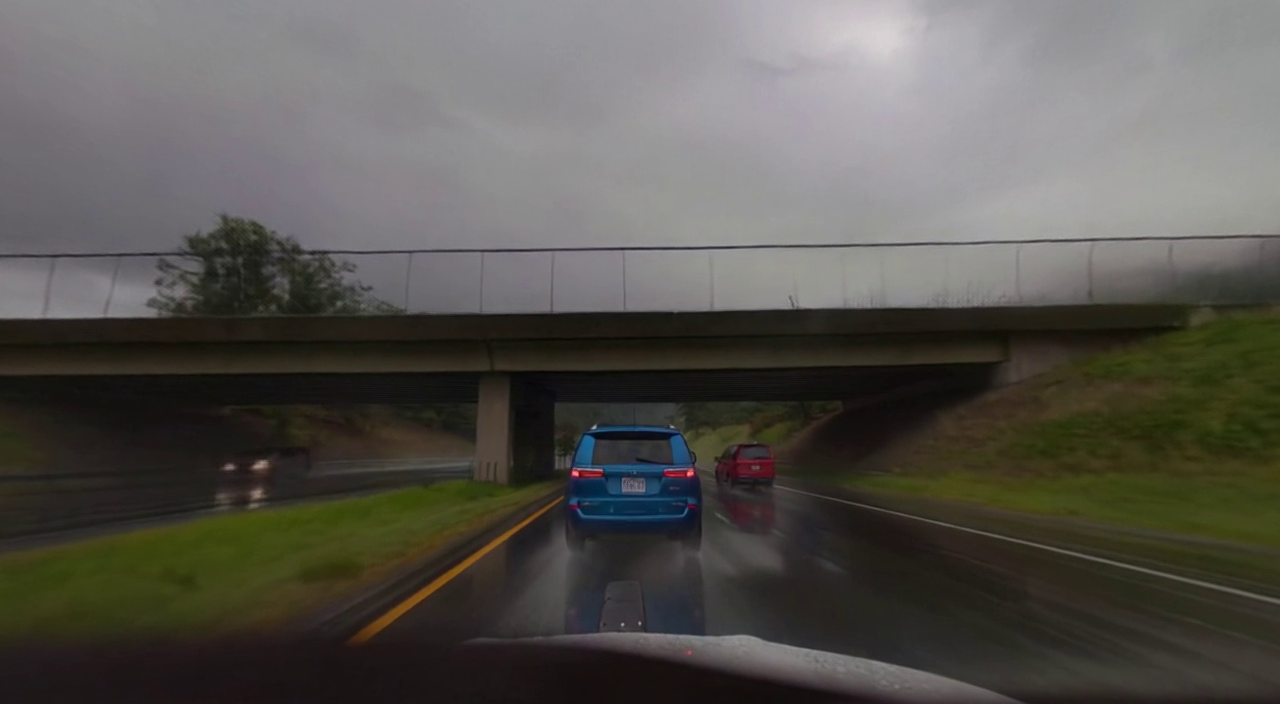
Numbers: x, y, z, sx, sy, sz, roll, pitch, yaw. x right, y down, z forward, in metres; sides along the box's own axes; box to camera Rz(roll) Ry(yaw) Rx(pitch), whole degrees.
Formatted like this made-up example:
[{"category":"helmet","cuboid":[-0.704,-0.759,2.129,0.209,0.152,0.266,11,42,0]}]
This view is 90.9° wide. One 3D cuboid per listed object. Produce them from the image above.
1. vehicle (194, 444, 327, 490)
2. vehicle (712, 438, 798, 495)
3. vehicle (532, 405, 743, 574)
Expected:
[{"category":"vehicle","cuboid":[-13.083,3.977,22.100,2.006,1.459,4.251,0,-9,0]},{"category":"vehicle","cuboid":[3.894,3.954,22.172,2.043,1.767,4.620,0,-9,-1]},{"category":"vehicle","cuboid":[-0.027,1.811,8.958,2.288,1.823,4.059,0,-9,0]}]
